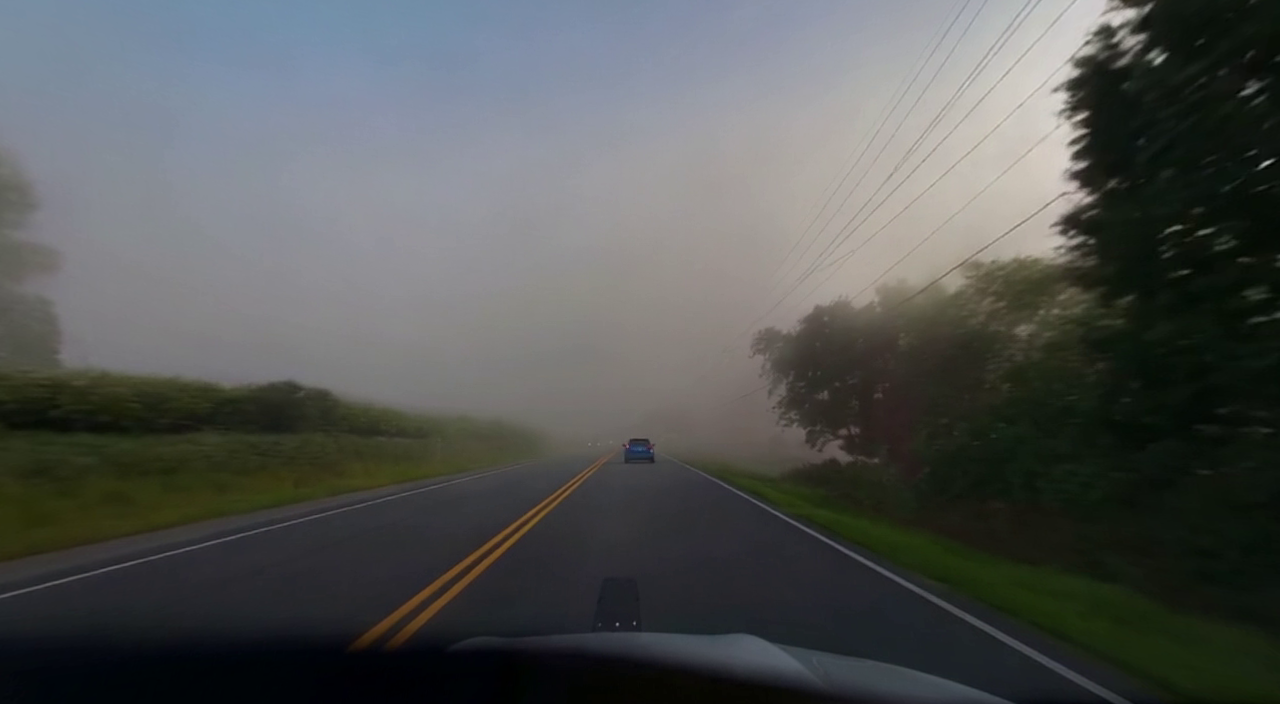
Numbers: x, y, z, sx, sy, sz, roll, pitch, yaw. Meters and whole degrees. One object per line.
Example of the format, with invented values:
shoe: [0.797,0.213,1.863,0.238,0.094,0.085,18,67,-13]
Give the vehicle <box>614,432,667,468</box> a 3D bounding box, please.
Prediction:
vehicle: [-0.023,4.387,28.455,2.241,1.471,3.829,0,-8,-2]
